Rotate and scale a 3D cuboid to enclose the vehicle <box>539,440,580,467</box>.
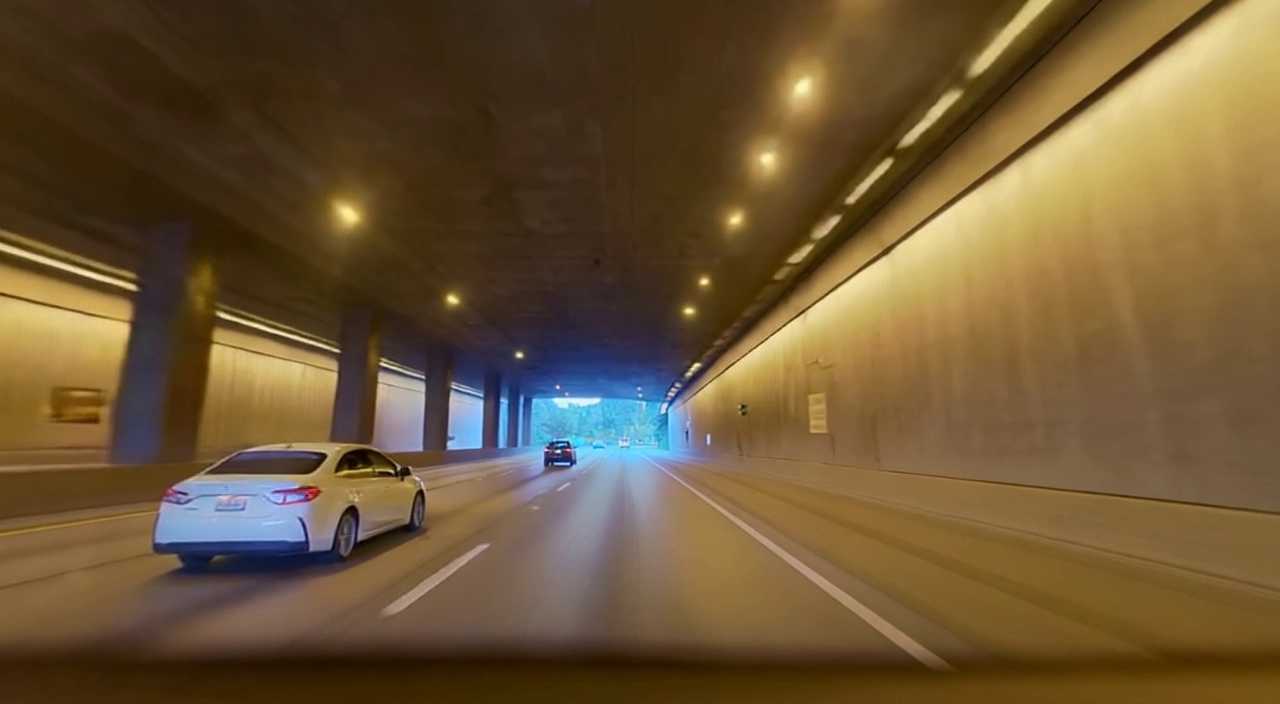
[{"bbox_3d":[-4.680,5.913,36.977,1.973,1.474,4.199,0,-8,-1],"label":"vehicle"}]

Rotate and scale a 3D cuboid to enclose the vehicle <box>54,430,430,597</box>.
[{"bbox_3d":[-4.215,1.725,7.700,1.885,1.424,4.230,0,-8,-1],"label":"vehicle"}]
